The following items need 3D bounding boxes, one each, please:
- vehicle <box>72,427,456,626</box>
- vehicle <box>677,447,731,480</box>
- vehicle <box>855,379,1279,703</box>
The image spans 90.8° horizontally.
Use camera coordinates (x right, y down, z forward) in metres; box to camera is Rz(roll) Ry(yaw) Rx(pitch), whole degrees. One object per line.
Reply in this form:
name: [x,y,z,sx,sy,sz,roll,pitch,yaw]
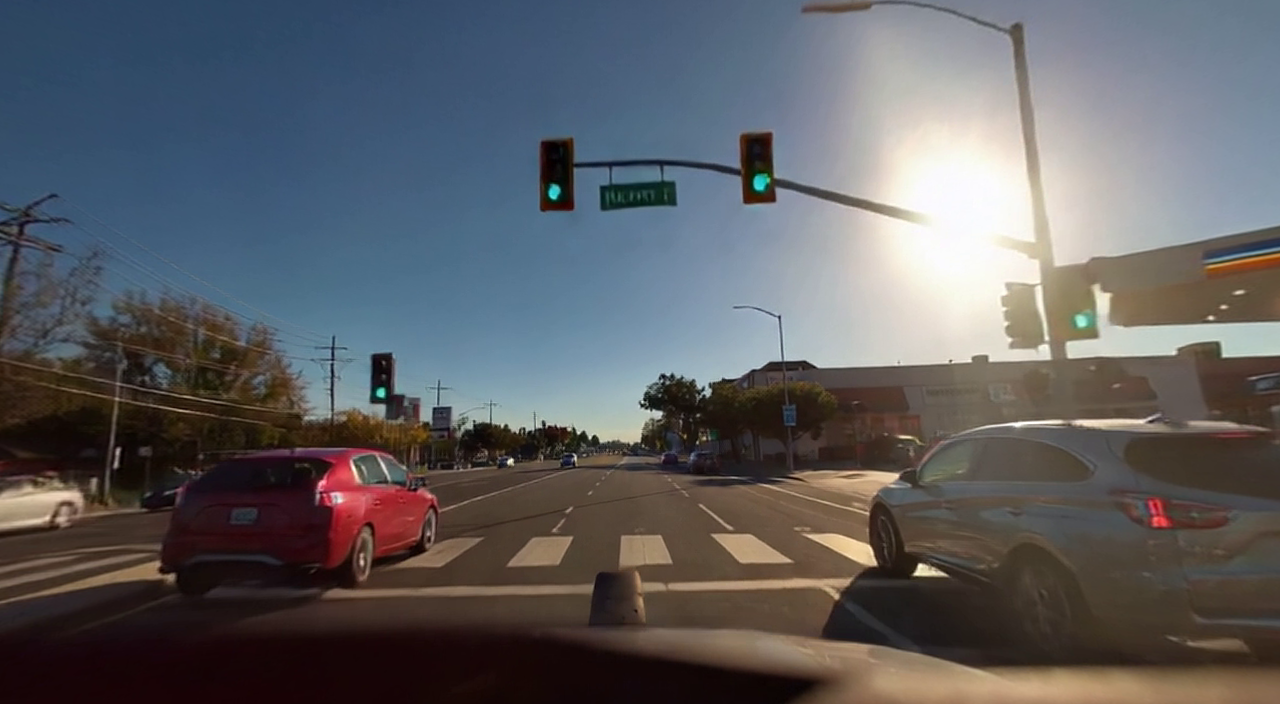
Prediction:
vehicle: [-3.710,1.746,7.309,1.935,1.617,4.045,0,-8,0]
vehicle: [3.533,6.271,35.928,2.066,1.699,4.419,1,-9,-8]
vehicle: [3.478,1.259,4.790,2.085,1.655,4.459,0,-8,0]
